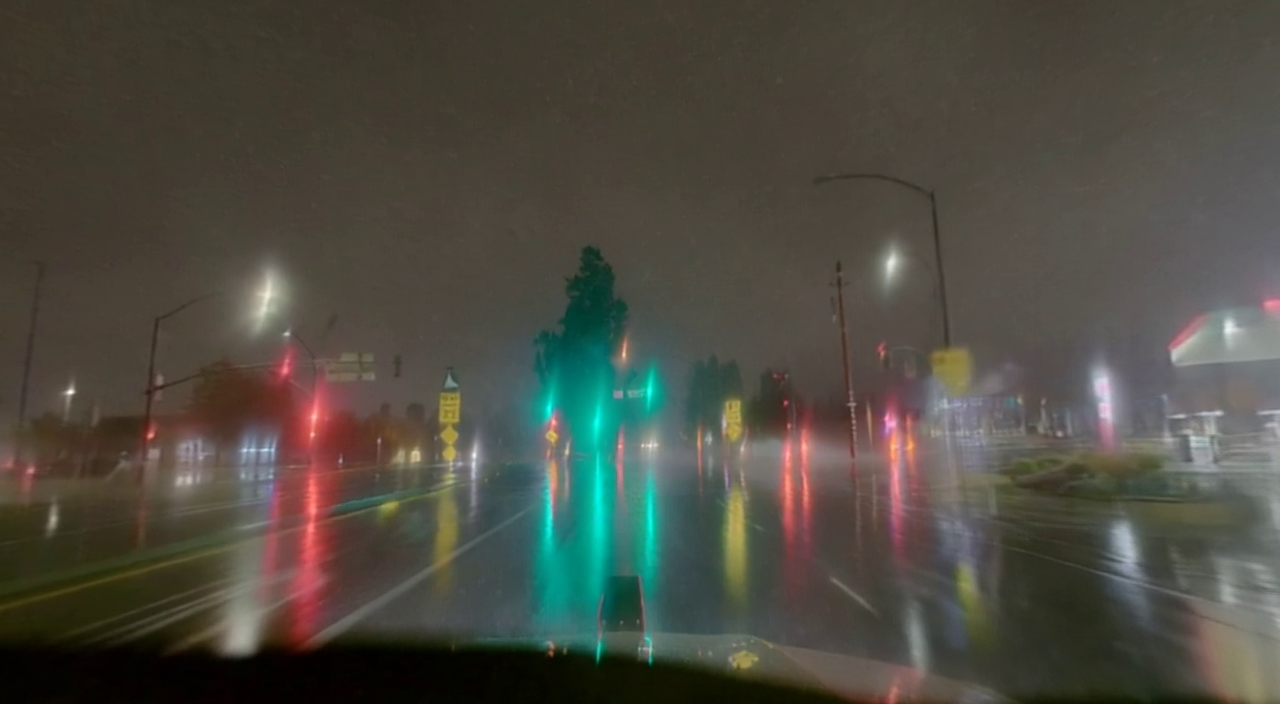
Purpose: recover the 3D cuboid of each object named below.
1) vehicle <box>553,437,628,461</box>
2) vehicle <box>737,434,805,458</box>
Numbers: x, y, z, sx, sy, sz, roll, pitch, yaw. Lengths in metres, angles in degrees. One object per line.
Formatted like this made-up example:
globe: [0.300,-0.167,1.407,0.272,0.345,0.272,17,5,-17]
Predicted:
vehicle: [-3.364,6.566,42.876,4.709,1.501,1.895,4,-9,-25]
vehicle: [9.414,6.799,45.695,4.478,1.678,1.870,0,-8,2]
